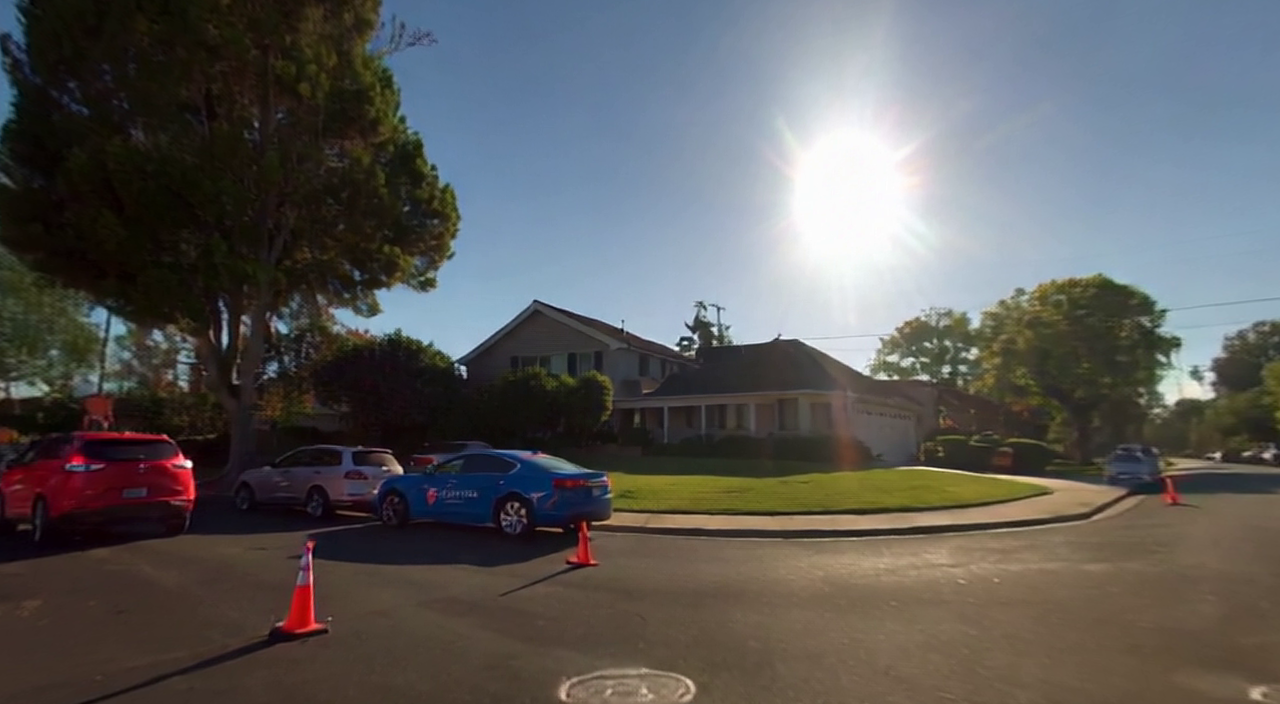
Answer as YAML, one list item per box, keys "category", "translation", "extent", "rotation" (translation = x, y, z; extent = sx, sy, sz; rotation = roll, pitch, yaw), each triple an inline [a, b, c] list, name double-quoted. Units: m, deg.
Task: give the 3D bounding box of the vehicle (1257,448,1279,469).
- category: "vehicle"
  translation: [45.287, 7.532, 44.763]
  extent: [1.673, 1.444, 4.225]
  rotation: [-7, -11, 38]

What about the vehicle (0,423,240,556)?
- category: "vehicle"
  translation: [-8.942, 2.159, 10.623]
  extent: [4.094, 1.748, 2.350]
  rotation: [-7, -11, 38]

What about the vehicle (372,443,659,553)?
- category: "vehicle"
  translation: [-2.287, 2.401, 11.233]
  extent: [4.710, 1.515, 2.400]
  rotation: [-6, -11, 36]

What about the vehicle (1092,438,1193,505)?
- category: "vehicle"
  translation: [15.036, 3.504, 18.983]
  extent: [2.014, 1.742, 4.297]
  rotation: [-7, -11, 37]

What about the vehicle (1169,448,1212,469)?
- category: "vehicle"
  translation: [40.403, 7.781, 46.472]
  extent: [2.078, 1.445, 4.058]
  rotation: [-7, -11, 38]

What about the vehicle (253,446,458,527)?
- category: "vehicle"
  translation: [-6.598, 2.931, 14.459]
  extent: [5.022, 1.497, 1.996]
  rotation: [-6, -10, 36]
